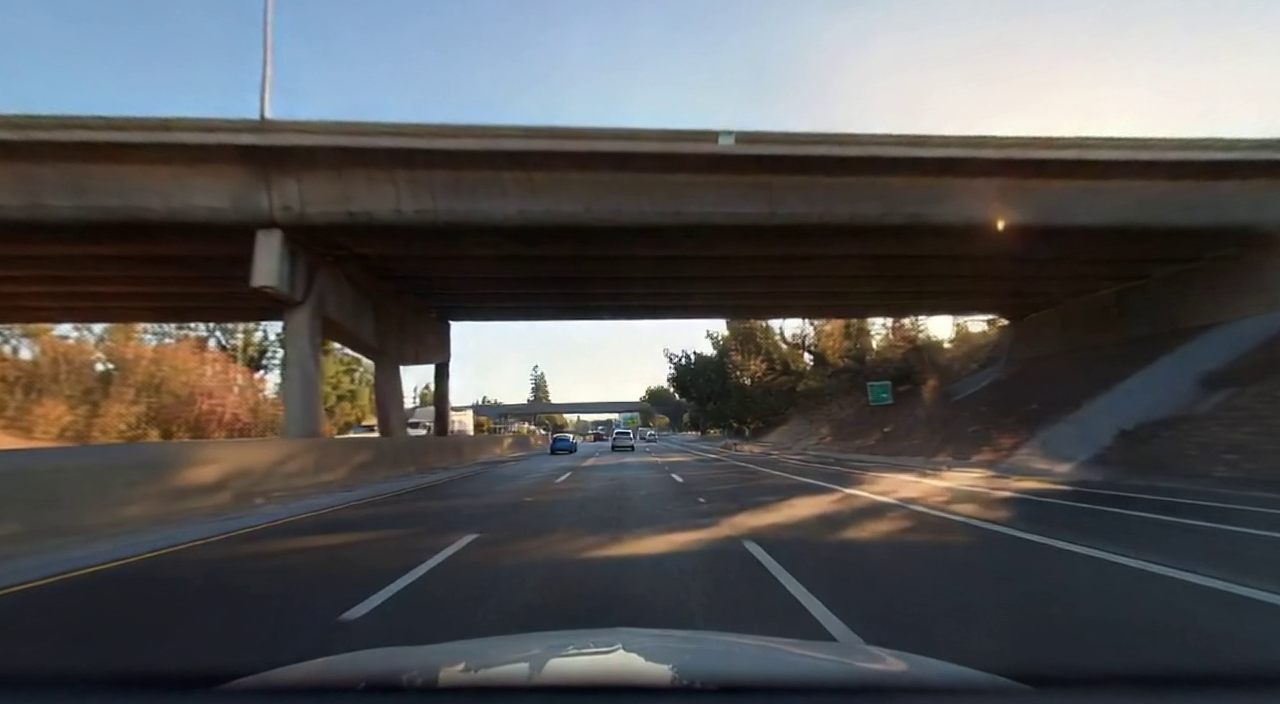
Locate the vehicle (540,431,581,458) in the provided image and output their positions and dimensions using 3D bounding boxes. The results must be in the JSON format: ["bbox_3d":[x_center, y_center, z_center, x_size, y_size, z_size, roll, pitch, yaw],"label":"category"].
[{"bbox_3d":[-4.840,5.699,38.837,2.017,1.537,4.496,0,-8,0],"label":"vehicle"}]

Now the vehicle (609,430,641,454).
[{"bbox_3d":[-1.035,6.382,44.654,2.116,1.625,4.004,0,-8,0],"label":"vehicle"}]
